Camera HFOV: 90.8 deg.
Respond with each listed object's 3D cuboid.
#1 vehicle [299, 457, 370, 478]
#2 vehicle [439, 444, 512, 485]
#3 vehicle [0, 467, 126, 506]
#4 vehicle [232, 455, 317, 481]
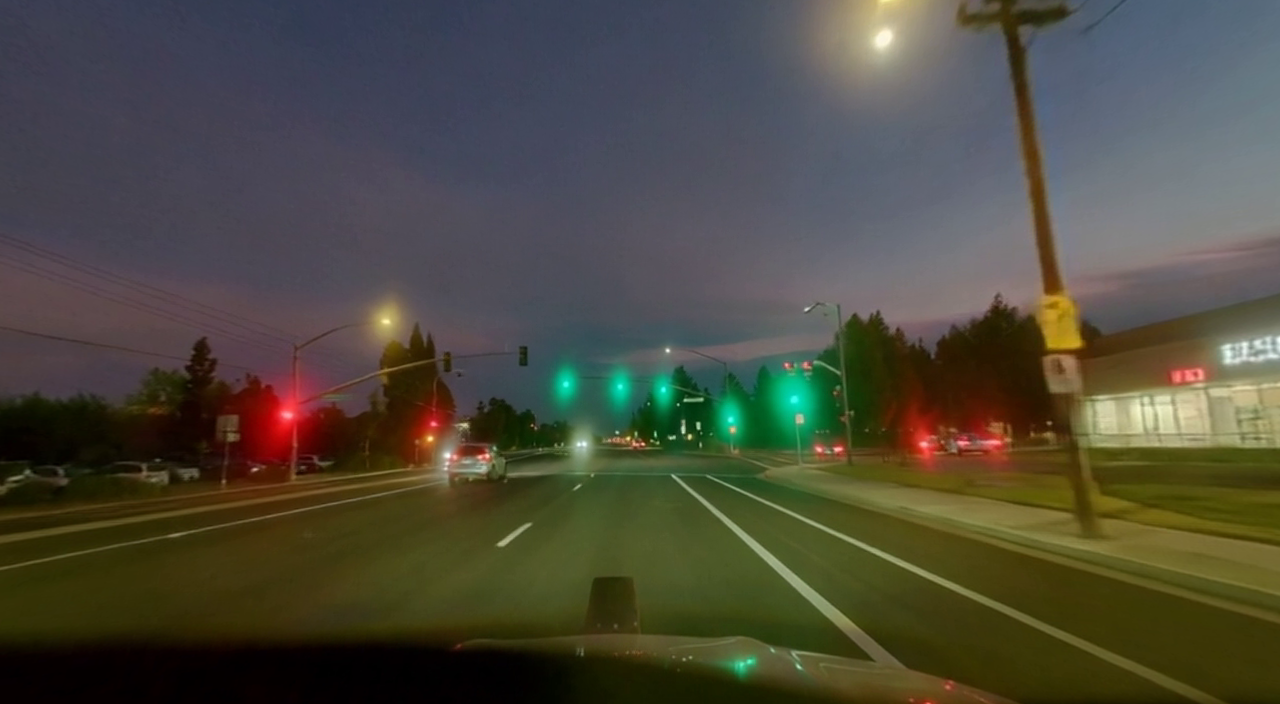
[{"bbox_3d":[-22.716,8.602,47.100,4.298,1.466,1.921,-1,-9,3],"label":"vehicle"},{"bbox_3d":[-6.398,4.409,25.100,1.928,1.451,4.219,0,-9,-3],"label":"vehicle"},{"bbox_3d":[-24.700,5.612,26.534,4.403,1.465,1.928,0,-9,-3],"label":"vehicle"},{"bbox_3d":[-25.665,8.123,44.432,4.722,1.741,2.142,-1,-9,7],"label":"vehicle"}]
